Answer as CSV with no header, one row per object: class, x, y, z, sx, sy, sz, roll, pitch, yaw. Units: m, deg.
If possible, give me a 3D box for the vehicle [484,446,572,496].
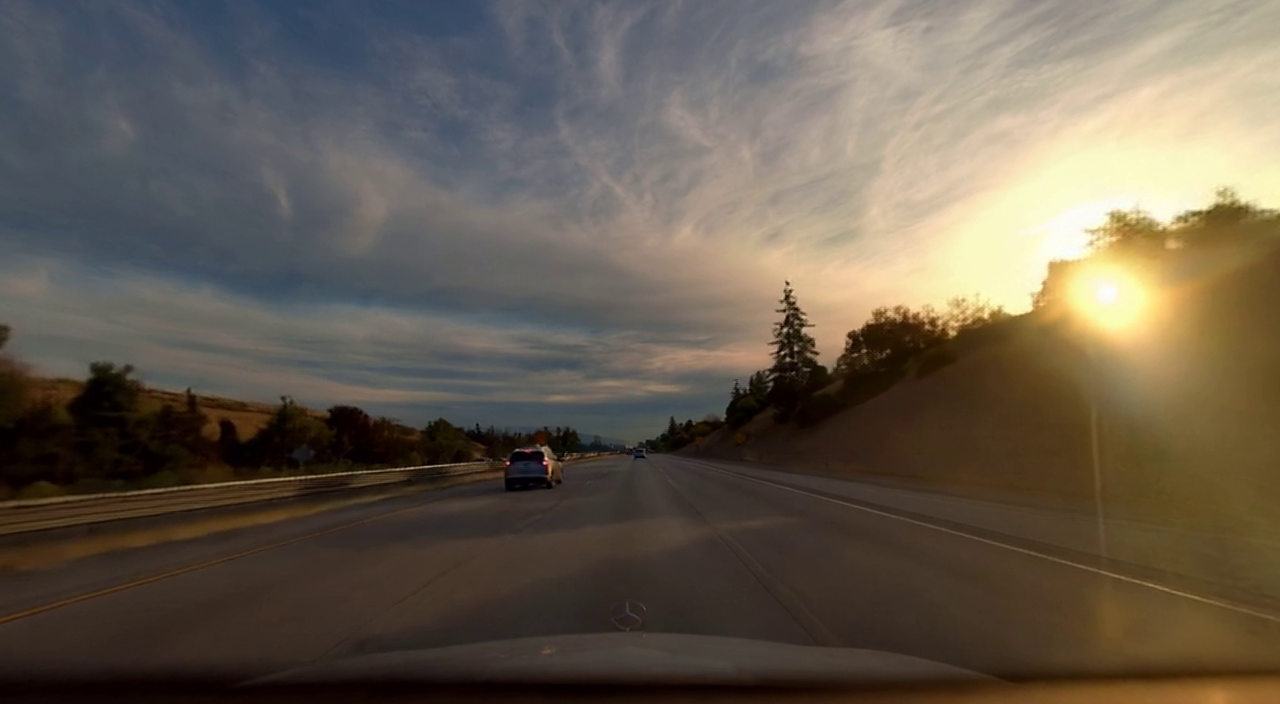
vehicle,-3.589,3.926,21.163,2.054,1.475,4.708,0,-9,0
